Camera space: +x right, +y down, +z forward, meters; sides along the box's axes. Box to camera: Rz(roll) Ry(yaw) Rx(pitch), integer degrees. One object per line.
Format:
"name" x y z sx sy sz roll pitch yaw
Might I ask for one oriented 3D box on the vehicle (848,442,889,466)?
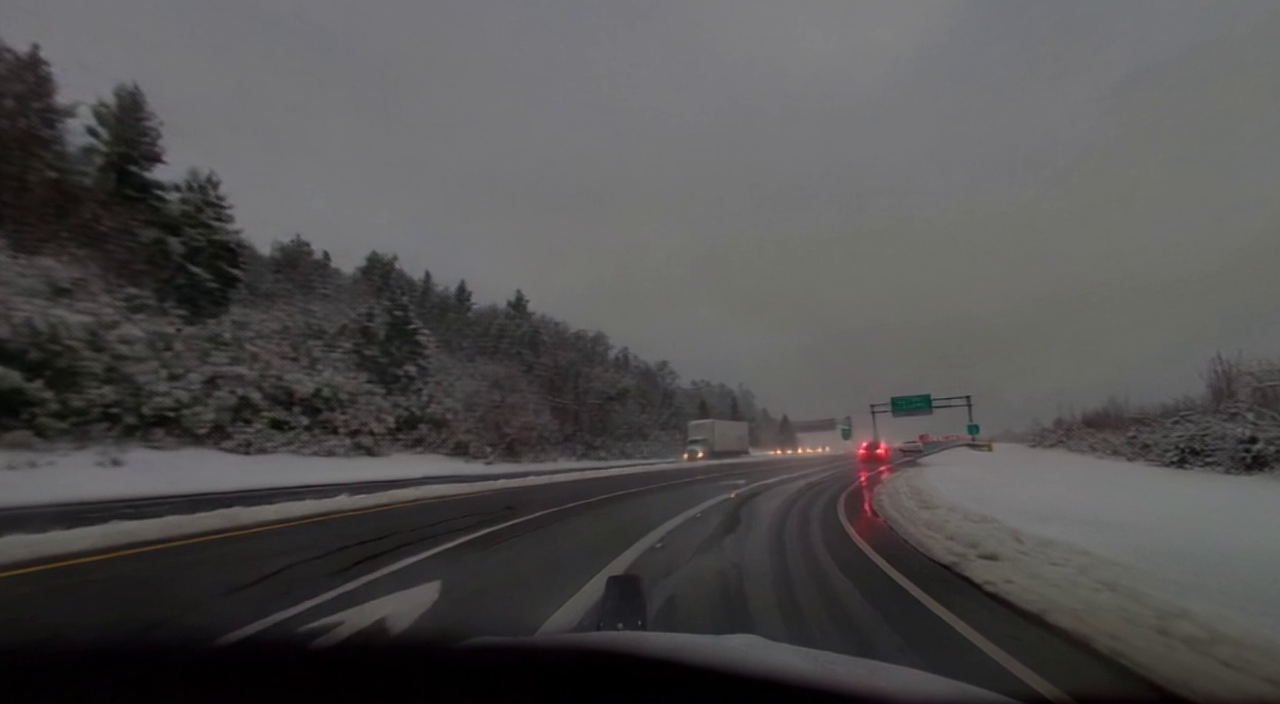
"vehicle" 14.931 6.627 41.029 1.807 1.427 3.645 -5 -10 30
